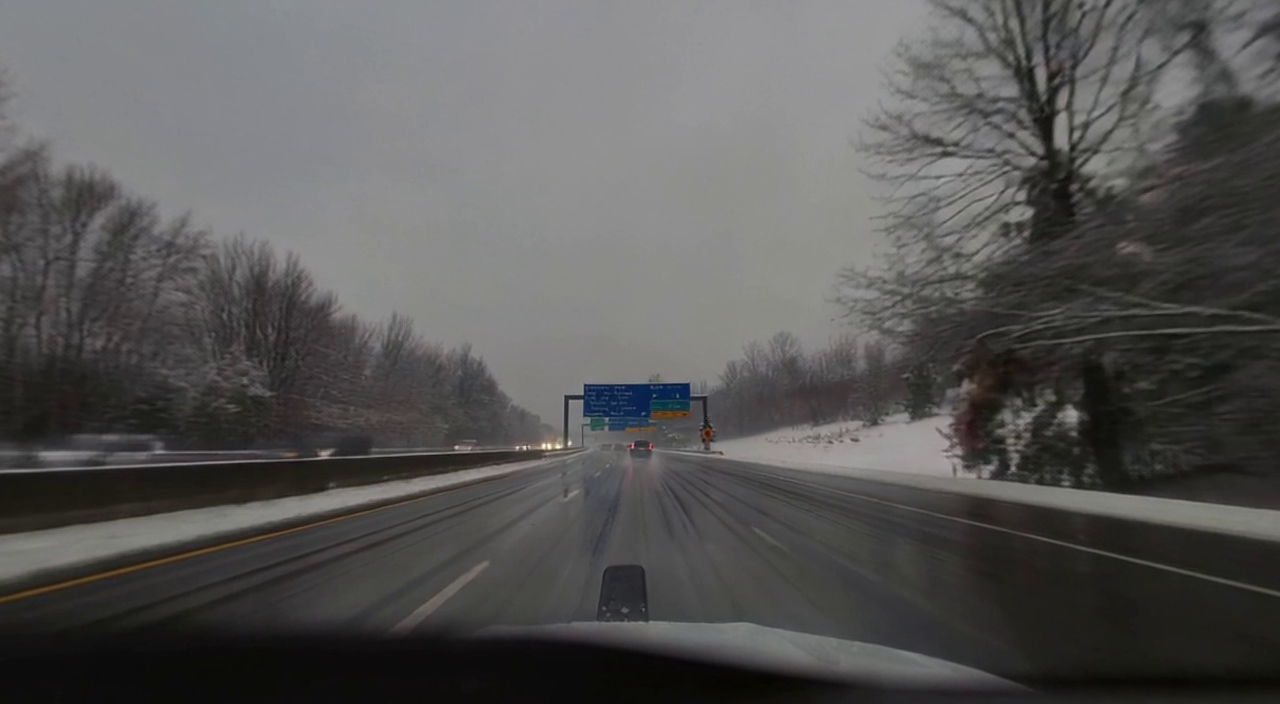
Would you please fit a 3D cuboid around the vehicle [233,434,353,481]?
[{"bbox_3d":[-13.056,3.989,23.977,2.016,1.578,4.479,0,-8,0],"label":"vehicle"}]

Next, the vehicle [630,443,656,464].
[{"bbox_3d":[0.220,7.424,45.994,1.859,1.478,3.799,0,-8,0],"label":"vehicle"}]

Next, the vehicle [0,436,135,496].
[{"bbox_3d":[-17.123,3.155,17.646,1.927,1.509,4.717,0,-8,0],"label":"vehicle"}]
